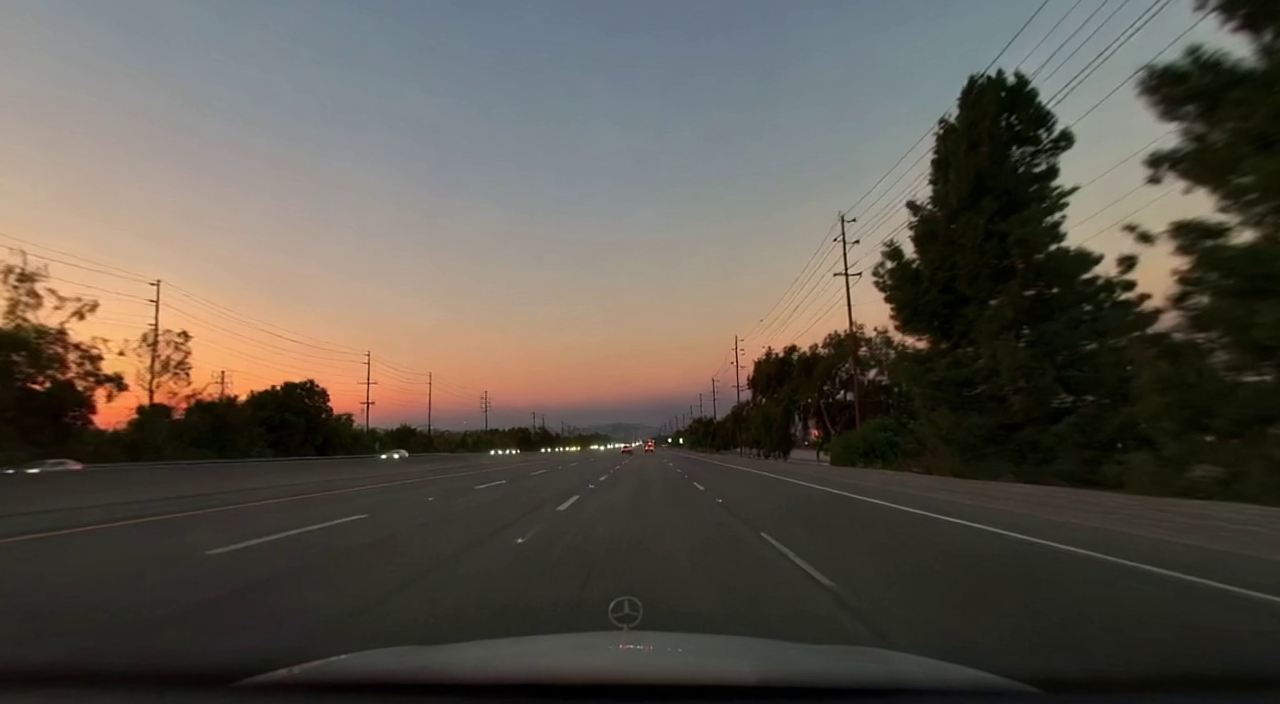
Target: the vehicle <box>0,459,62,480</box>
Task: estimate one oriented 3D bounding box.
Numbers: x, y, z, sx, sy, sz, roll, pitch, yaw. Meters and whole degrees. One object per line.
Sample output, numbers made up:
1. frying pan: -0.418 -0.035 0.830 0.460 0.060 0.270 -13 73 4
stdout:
1. vehicle: -47.982 9.080 48.935 1.811 1.469 4.520 0 -9 1
